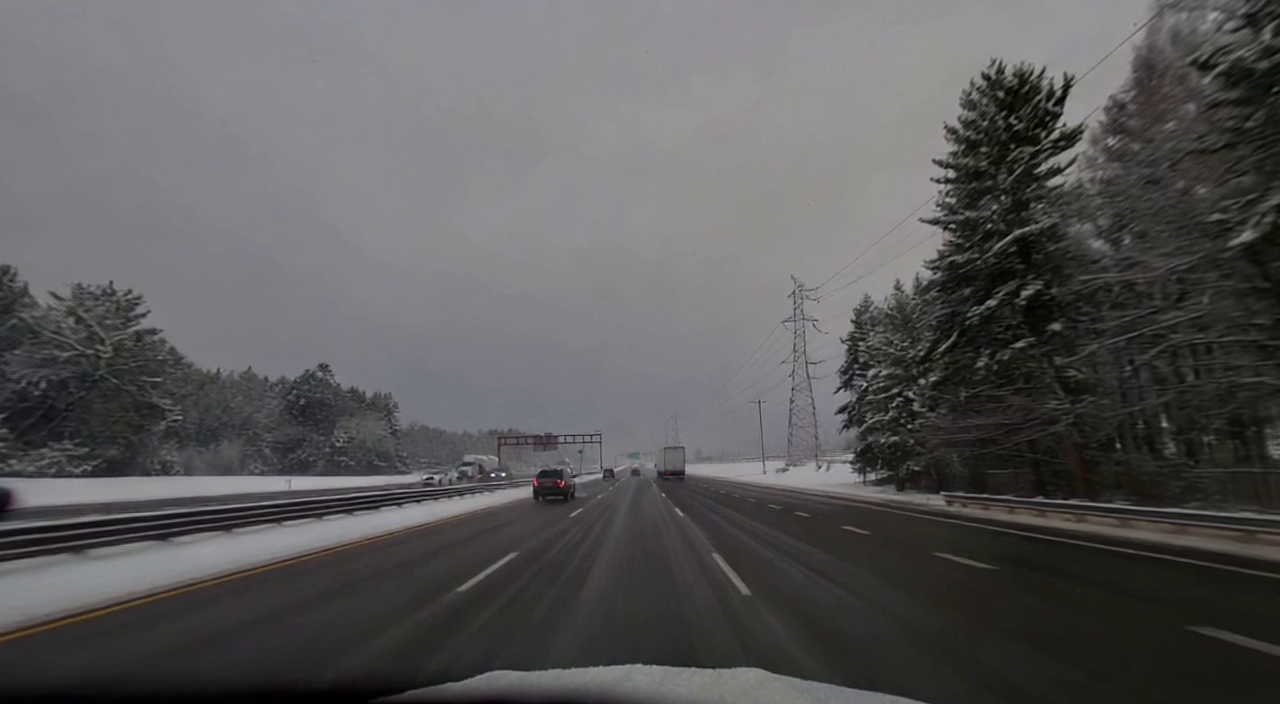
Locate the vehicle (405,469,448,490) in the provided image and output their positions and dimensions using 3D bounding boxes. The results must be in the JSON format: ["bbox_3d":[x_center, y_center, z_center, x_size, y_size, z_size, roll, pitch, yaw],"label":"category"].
[{"bbox_3d":[-16.038,9.607,47.549,1.825,1.468,3.919,1,-11,0],"label":"vehicle"}]

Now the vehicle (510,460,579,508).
[{"bbox_3d":[-3.466,4.895,23.618,1.942,1.597,3.943,1,-11,0],"label":"vehicle"}]
